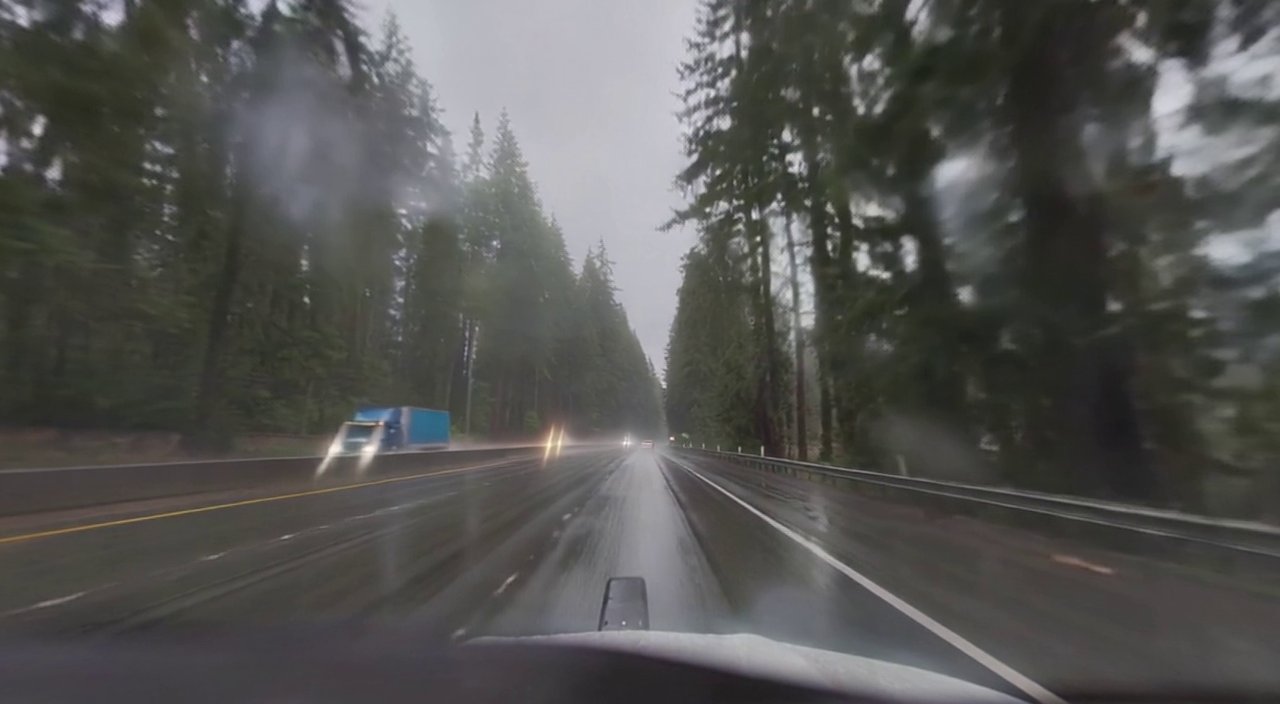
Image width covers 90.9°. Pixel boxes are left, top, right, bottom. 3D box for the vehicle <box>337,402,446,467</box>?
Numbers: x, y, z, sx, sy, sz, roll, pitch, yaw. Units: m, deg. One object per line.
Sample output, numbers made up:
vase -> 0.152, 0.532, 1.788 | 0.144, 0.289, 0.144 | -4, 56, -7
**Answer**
vehicle -> -16.984, 5.901, 44.338 | 2.939, 3.962, 11.102 | 0, -8, 1
